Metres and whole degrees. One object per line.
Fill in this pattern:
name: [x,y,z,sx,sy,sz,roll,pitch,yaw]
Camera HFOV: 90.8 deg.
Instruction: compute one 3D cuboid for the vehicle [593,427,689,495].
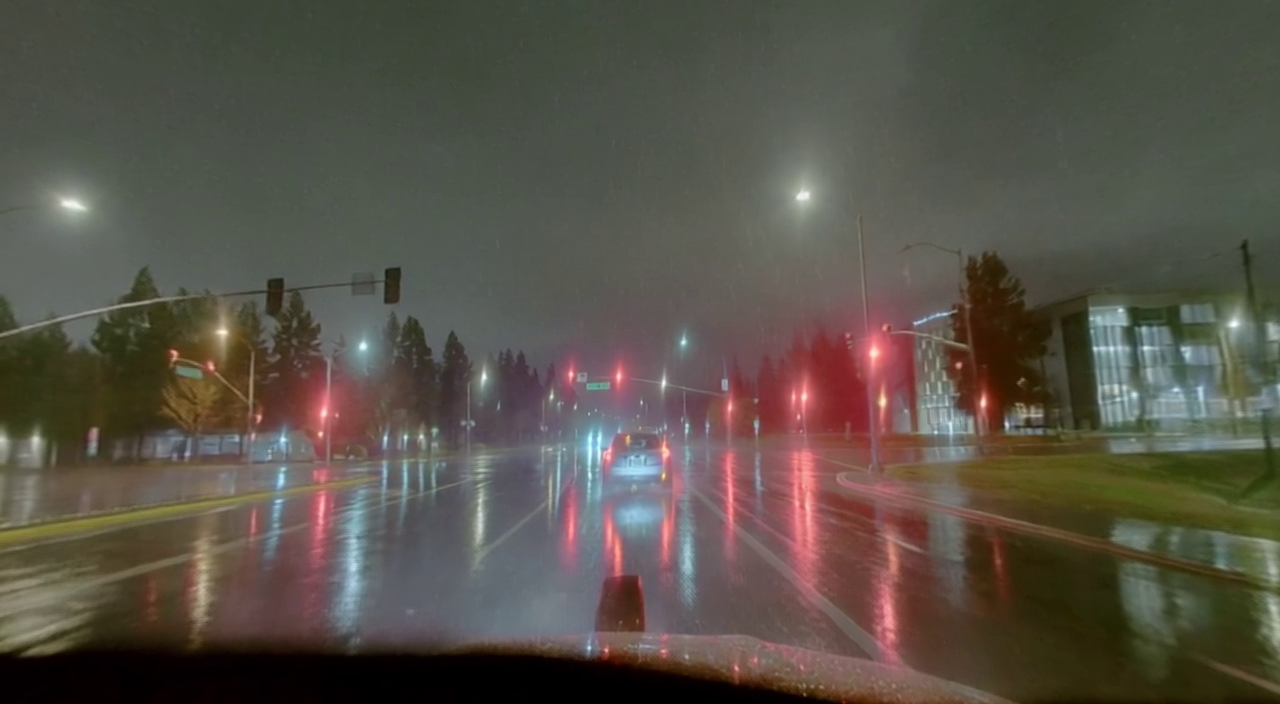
vehicle: [-0.017,2.688,15.903,2.107,1.470,3.974,0,-8,-1]
